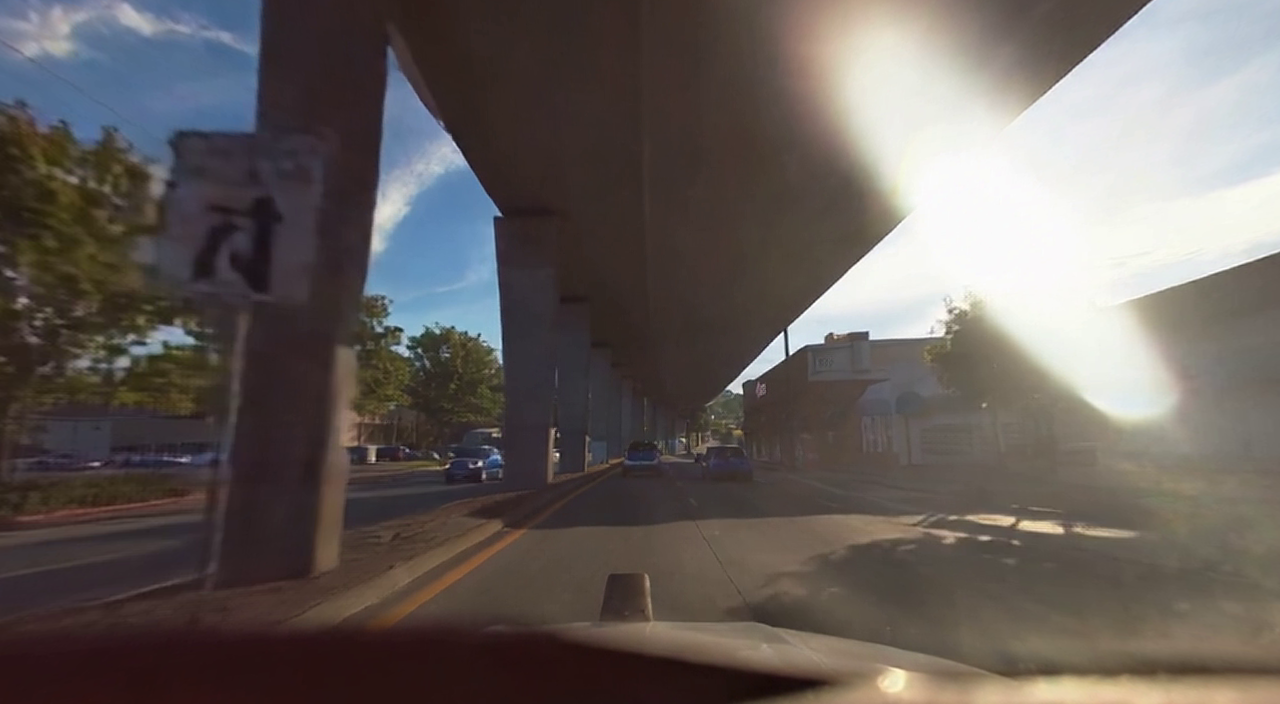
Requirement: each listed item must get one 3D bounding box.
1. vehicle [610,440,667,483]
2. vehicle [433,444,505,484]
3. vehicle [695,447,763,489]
[{"bbox_3d":[-0.017,5.001,28.952,2.441,1.813,4.581,0,-9,1],"label":"vehicle"},{"bbox_3d":[-8.353,5.502,31.284,2.137,1.811,4.549,-1,-9,2],"label":"vehicle"},{"bbox_3d":[3.384,4.509,24.800,1.954,1.479,4.557,0,-9,-1],"label":"vehicle"}]
